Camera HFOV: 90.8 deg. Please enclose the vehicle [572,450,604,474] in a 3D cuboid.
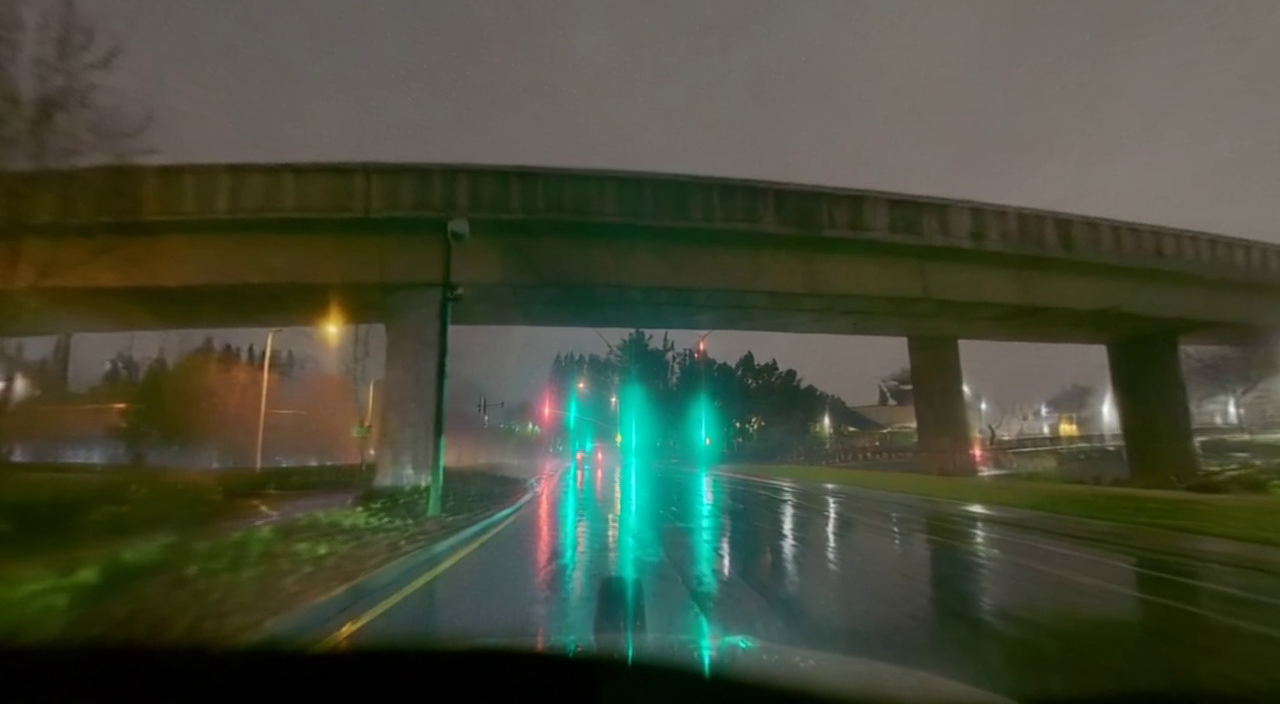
[{"bbox_3d":[-4.030,8.394,48.402,2.184,1.713,4.231,1,-9,-9],"label":"vehicle"}]
